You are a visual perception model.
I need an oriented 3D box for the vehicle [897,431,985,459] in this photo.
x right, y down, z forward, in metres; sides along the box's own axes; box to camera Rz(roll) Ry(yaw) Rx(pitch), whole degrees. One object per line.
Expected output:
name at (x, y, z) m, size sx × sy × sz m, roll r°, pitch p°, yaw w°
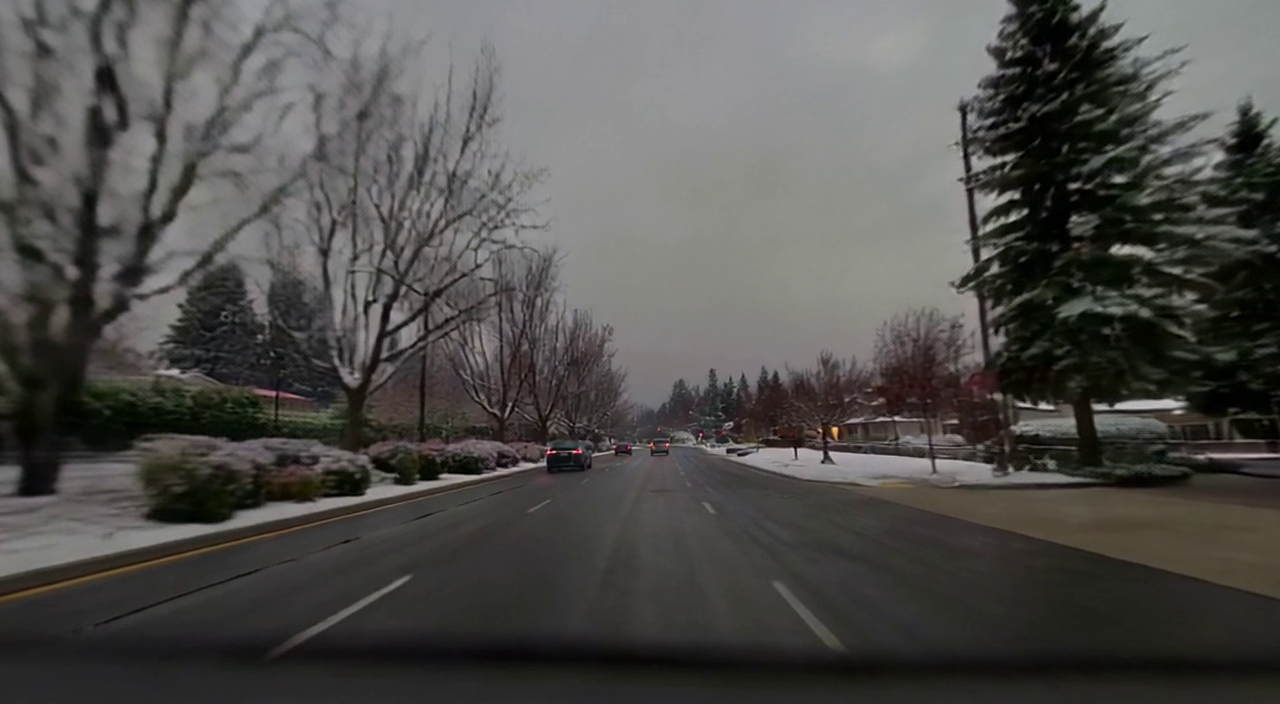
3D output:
vehicle at (22.379, 6.968, 46.988) m, size 2.426 × 1.902 × 6.126 m, roll 2°, pitch -9°, yaw -15°

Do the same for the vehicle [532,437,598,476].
vehicle at (-3.018, 4.353, 26.344) m, size 2.036 × 1.478 × 4.508 m, roll 0°, pitch -8°, yaw 2°
